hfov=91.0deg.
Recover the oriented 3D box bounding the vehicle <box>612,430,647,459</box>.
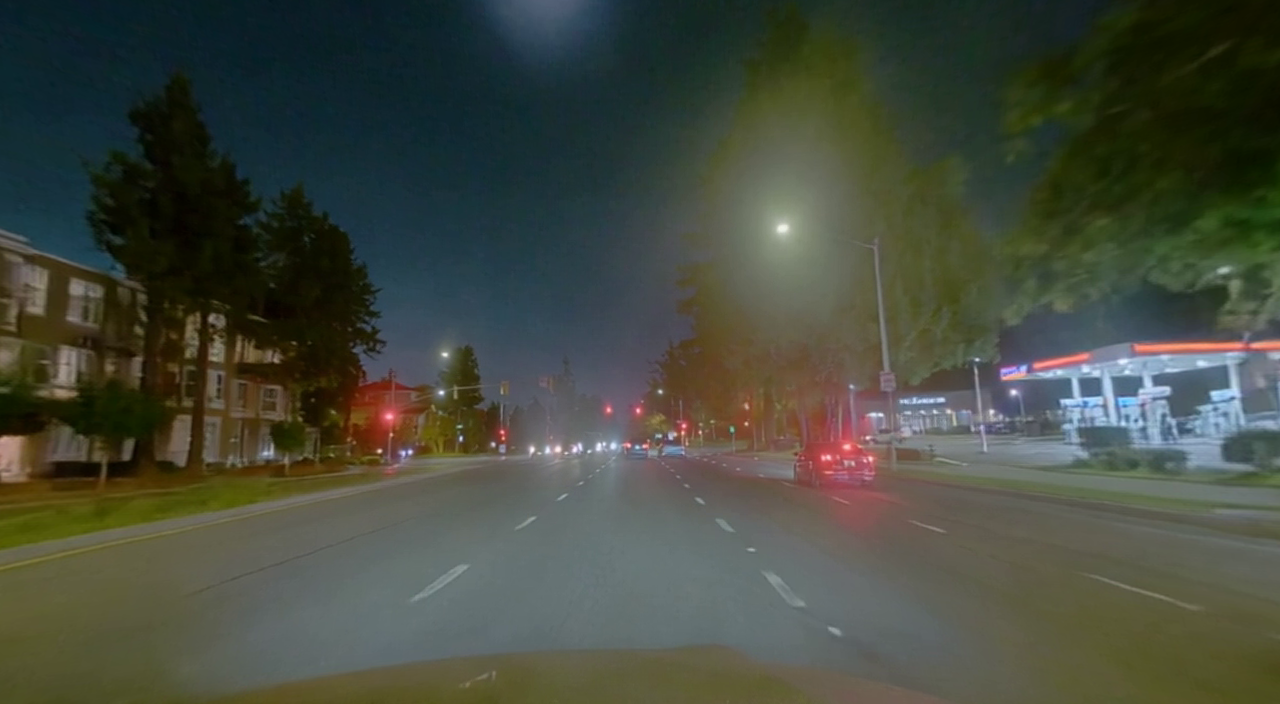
[{"bbox_3d":[-0.644,5.943,40.343,2.146,1.742,4.095,0,-8,-1],"label":"vehicle"}]

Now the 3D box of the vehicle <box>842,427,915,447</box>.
[{"bbox_3d":[18.052,6.446,47.815,4.660,1.462,2.034,0,-9,0],"label":"vehicle"}]

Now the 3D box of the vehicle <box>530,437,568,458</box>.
[{"bbox_3d":[-6.342,6.737,44.443,2.033,1.442,4.668,0,-8,-1],"label":"vehicle"}]
